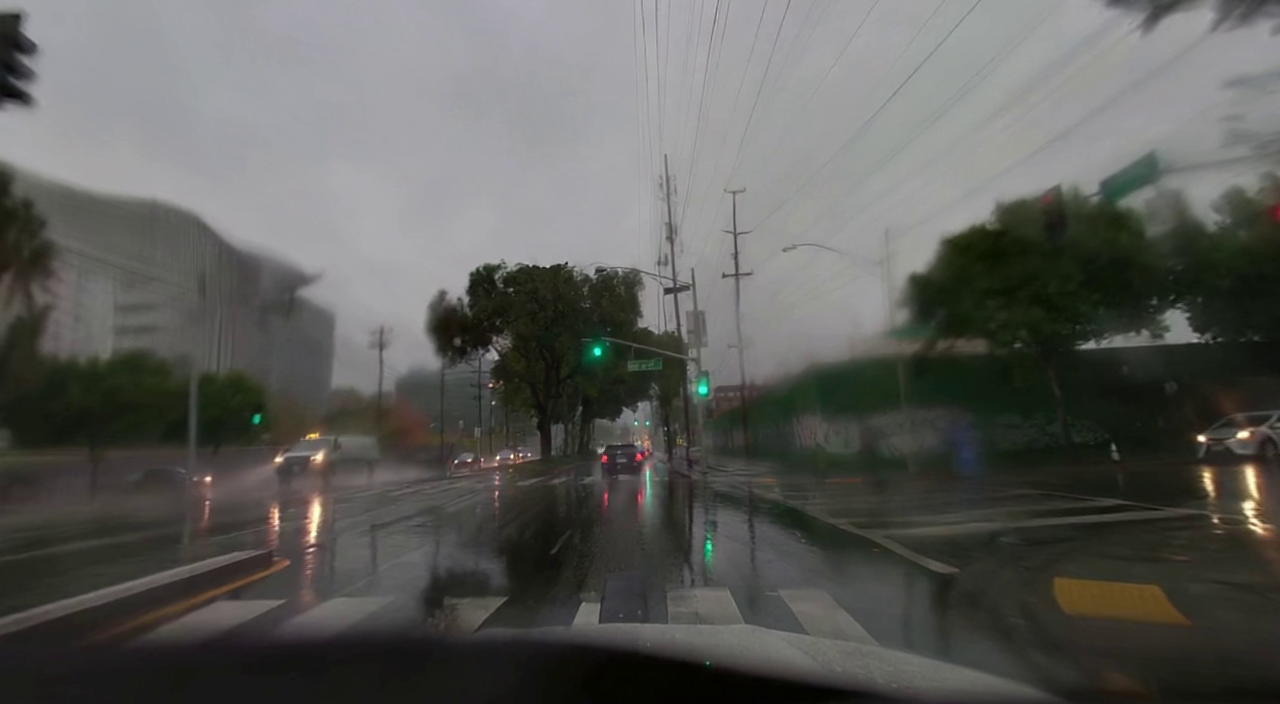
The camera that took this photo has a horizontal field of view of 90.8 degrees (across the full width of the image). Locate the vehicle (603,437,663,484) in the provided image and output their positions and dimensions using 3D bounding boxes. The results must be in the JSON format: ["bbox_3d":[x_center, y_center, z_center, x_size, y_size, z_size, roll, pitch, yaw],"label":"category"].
[{"bbox_3d":[-0.276,4.091,24.117,2.105,1.611,3.750,0,-8,-1],"label":"vehicle"}]

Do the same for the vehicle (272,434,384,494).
[{"bbox_3d":[-15.765,5.650,32.556,2.356,2.730,6.606,0,-8,0],"label":"vehicle"}]

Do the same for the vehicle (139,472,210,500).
[{"bbox_3d":[-29.877,8.592,40.695,1.627,1.383,3.731,-5,-8,4],"label":"vehicle"}]
